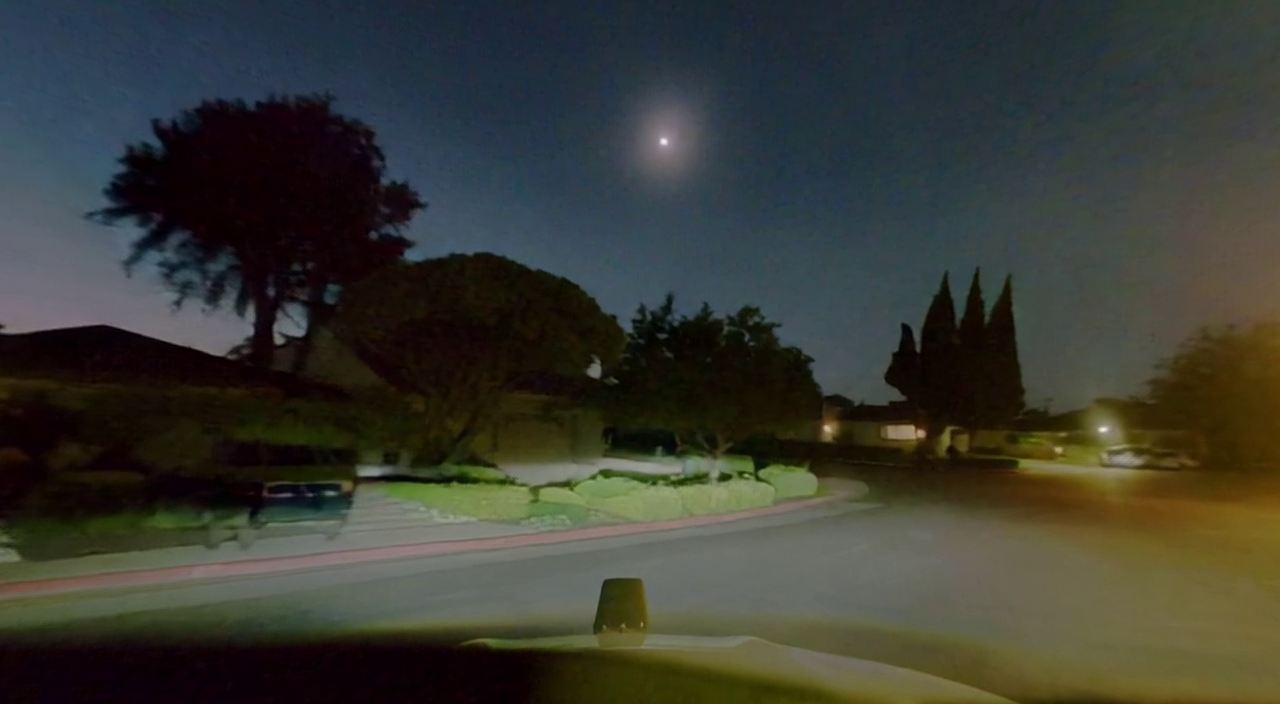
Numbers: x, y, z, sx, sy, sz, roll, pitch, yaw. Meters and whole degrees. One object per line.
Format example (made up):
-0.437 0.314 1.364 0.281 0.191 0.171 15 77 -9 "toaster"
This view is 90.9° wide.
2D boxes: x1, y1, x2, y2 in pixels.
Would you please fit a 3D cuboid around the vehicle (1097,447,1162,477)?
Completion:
31.027 6.963 39.906 4.700 1.752 2.180 7 -13 -41 "vehicle"

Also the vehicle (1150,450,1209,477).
37.927 7.816 44.248 4.560 1.749 2.058 6 -12 -38 "vehicle"

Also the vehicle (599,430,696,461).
0.442 4.954 33.369 5.089 1.517 1.791 7 -12 -38 "vehicle"
